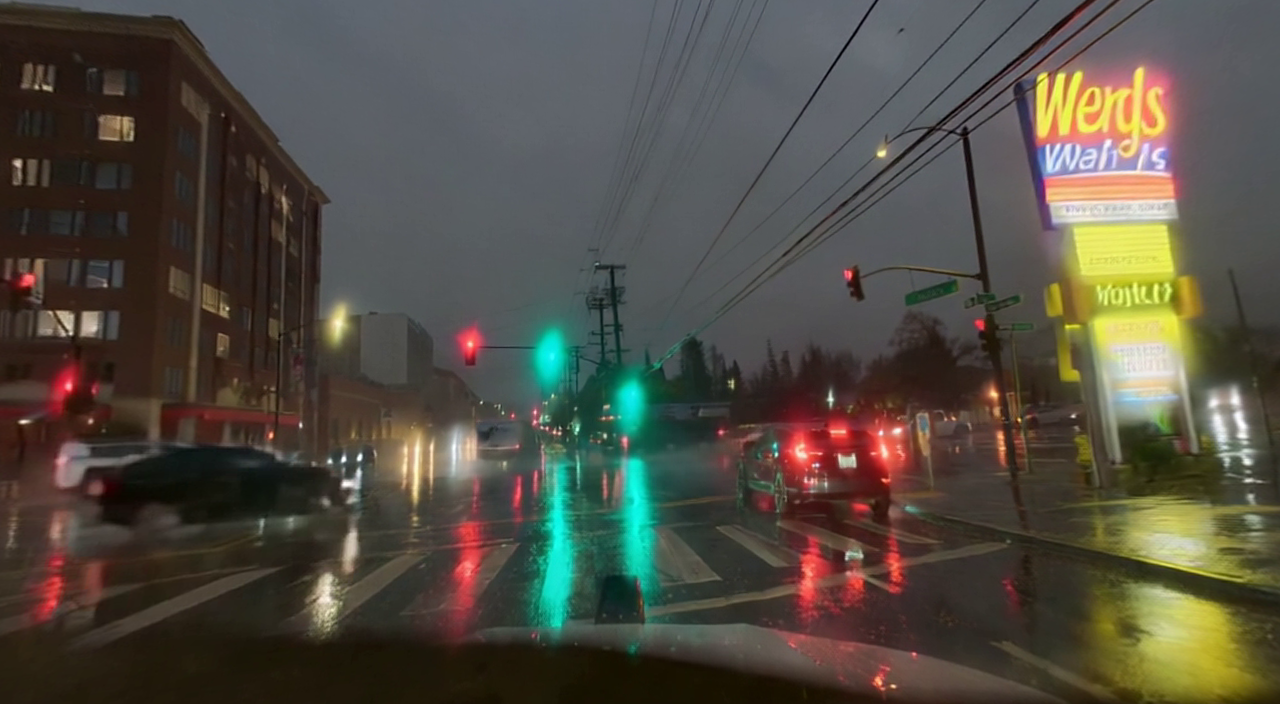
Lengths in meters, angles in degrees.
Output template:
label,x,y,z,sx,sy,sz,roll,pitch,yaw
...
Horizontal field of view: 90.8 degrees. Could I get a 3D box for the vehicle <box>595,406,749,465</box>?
label,x,y,z,sx,sy,sz,roll,pitch,yaw
vehicle,1.290,3.194,24.033,5.588,1.985,2.374,6,-10,-36

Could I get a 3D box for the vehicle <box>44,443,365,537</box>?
label,x,y,z,sx,sy,sz,roll,pitch,yaw
vehicle,-8.044,2.543,12.280,4.707,1.487,1.907,4,-10,-28

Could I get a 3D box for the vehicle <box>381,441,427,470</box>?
label,x,y,z,sx,sy,sz,roll,pitch,yaw
vehicle,-13.901,6.015,37.099,2.093,1.446,4.054,2,-7,-26

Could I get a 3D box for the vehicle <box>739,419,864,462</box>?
label,x,y,z,sx,sy,sz,roll,pitch,yaw
vehicle,5.999,3.290,23.407,4.433,1.453,1.804,5,-10,-30

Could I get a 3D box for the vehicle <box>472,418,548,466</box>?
label,x,y,z,sx,sy,sz,roll,pitch,yaw
vehicle,-5.731,4.090,28.683,2.081,1.938,5.603,-1,-8,2
